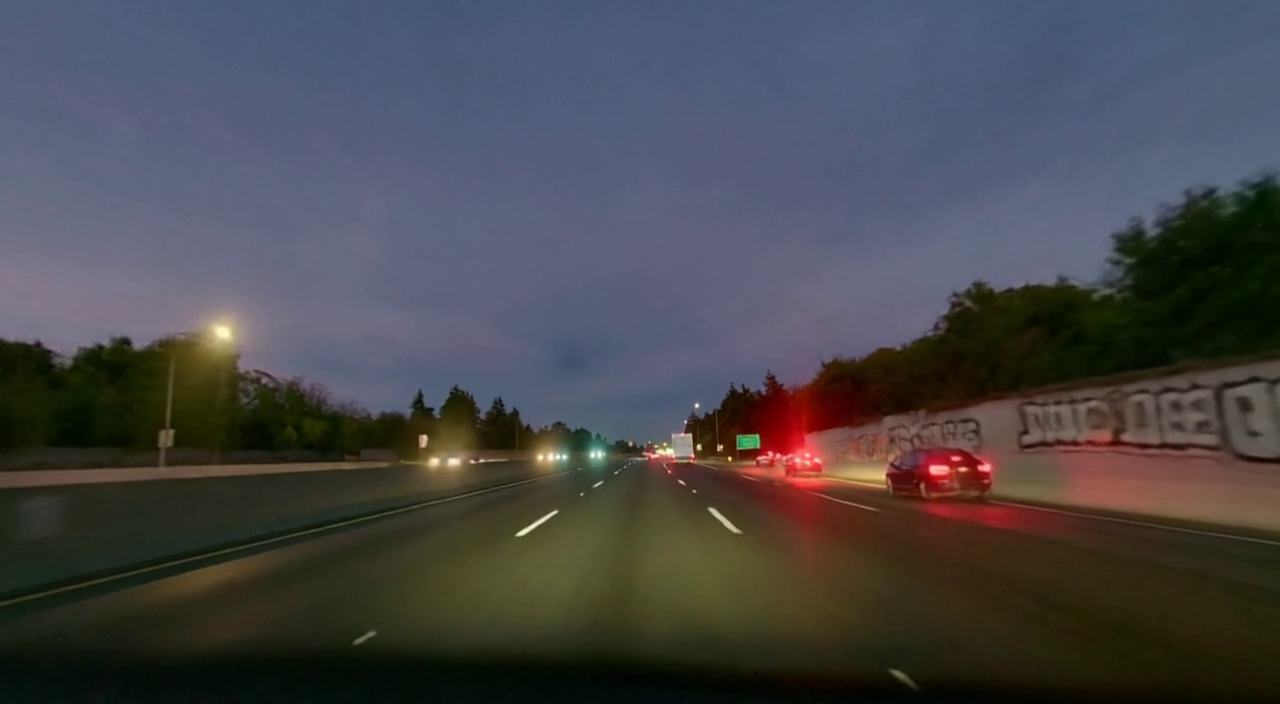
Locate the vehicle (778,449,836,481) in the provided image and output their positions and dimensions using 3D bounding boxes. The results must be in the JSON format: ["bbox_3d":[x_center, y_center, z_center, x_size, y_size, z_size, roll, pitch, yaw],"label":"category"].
[{"bbox_3d":[8.485,5.774,32.487,1.842,1.475,4.479,0,-9,1],"label":"vehicle"}]

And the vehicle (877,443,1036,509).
[{"bbox_3d":[8.187,3.224,16.883,1.907,1.495,4.517,0,-9,0],"label":"vehicle"}]

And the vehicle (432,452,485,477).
[{"bbox_3d":[-11.532,7.179,40.270,1.957,1.454,4.414,-1,-9,2],"label":"vehicle"}]
